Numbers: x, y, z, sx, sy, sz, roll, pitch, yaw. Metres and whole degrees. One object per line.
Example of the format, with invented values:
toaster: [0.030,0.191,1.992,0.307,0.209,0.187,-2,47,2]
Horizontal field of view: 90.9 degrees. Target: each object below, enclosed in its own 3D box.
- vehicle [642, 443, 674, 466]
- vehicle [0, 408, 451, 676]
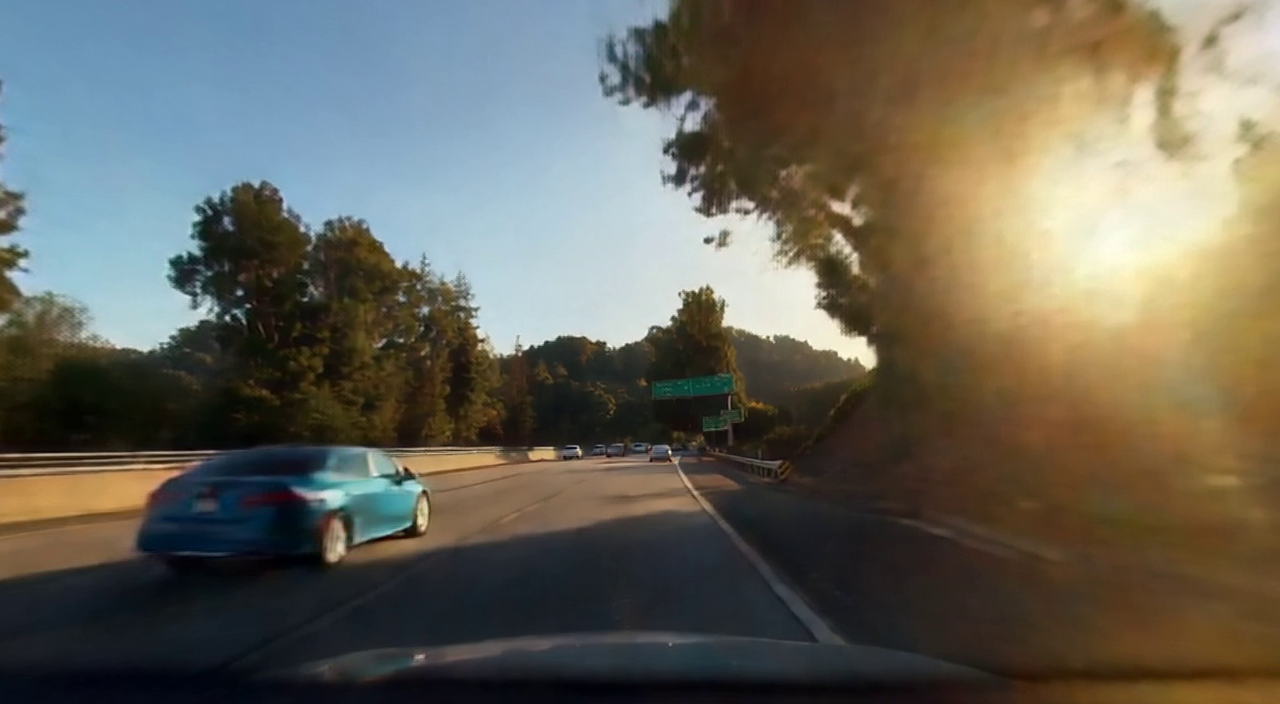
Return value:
vehicle: [1.285,7.053,43.542,2.113,1.464,4.073,0,-8,3]
vehicle: [-3.501,1.421,5.924,2.024,1.531,4.431,0,-8,1]
